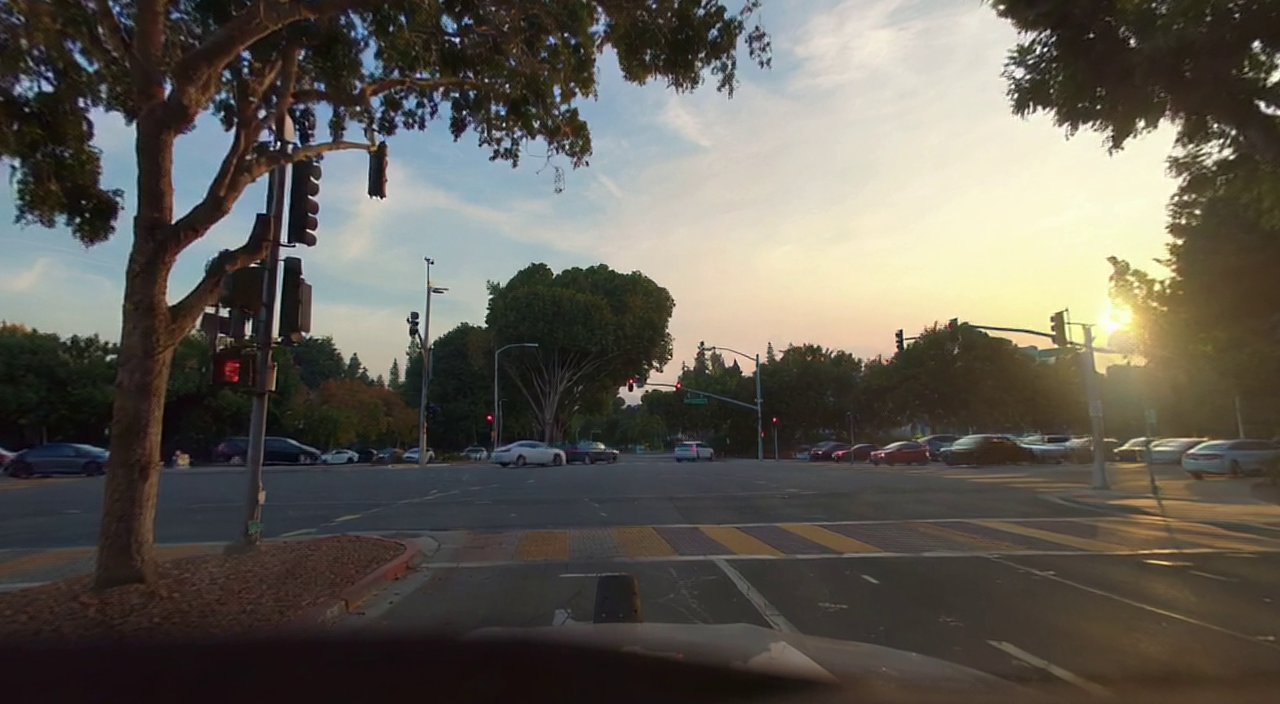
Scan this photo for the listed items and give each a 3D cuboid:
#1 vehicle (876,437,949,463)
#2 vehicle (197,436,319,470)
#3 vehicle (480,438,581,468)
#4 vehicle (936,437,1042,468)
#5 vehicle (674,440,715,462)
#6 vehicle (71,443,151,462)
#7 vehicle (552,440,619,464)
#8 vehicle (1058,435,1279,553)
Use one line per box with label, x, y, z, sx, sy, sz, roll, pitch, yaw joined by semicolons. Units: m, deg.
vehicle;16.995;6.084;39.316;4.481;1.561;2.001;6;-10;-33
vehicle;-17.577;4.692;29.358;4.580;1.472;1.891;4;-9;-25
vehicle;-5.686;5.286;33.225;4.849;1.476;1.935;7;-11;-38
vehicle;17.687;5.064;32.094;4.516;1.468;1.962;-5;-10;31
vehicle;4.136;7.468;47.582;1.896;1.544;4.331;-3;-9;22
vehicle;-40.606;7.727;48.543;4.345;1.426;1.722;2;-9;-8
vehicle;-3.605;6.754;42.861;1.922;1.485;4.912;-5;-10;32
vehicle;9.265;2.167;10.089;1.993;1.505;4.721;3;-9;0
